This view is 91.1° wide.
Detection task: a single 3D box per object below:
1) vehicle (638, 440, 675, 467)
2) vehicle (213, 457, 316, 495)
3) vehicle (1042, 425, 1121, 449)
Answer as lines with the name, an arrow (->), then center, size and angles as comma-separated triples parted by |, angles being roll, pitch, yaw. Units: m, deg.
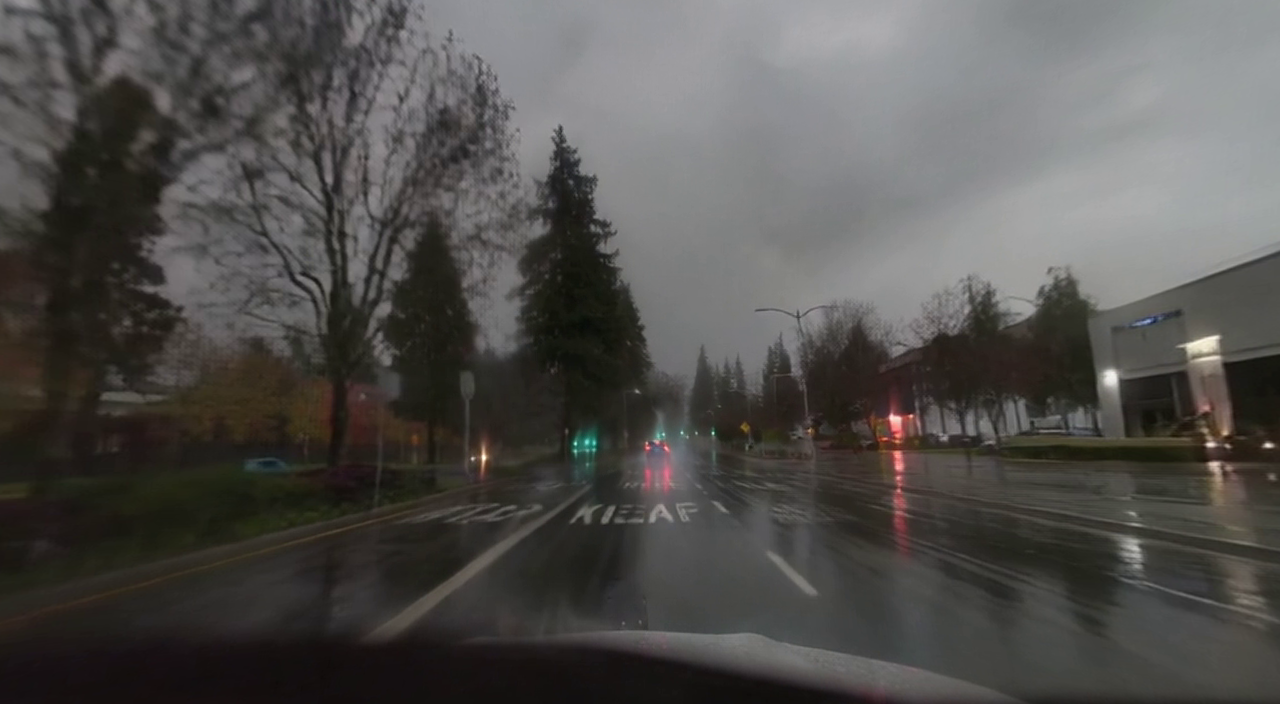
vehicle -> 0.978, 6.148, 38.157 | 2.144, 1.505, 4.128 | 0, -9, 1
vehicle -> -16.796, 5.544, 28.401 | 1.836, 1.469, 4.444 | 0, -9, 1
vehicle -> 31.722, 6.153, 45.199 | 4.051, 1.475, 1.949 | -3, -9, 2
